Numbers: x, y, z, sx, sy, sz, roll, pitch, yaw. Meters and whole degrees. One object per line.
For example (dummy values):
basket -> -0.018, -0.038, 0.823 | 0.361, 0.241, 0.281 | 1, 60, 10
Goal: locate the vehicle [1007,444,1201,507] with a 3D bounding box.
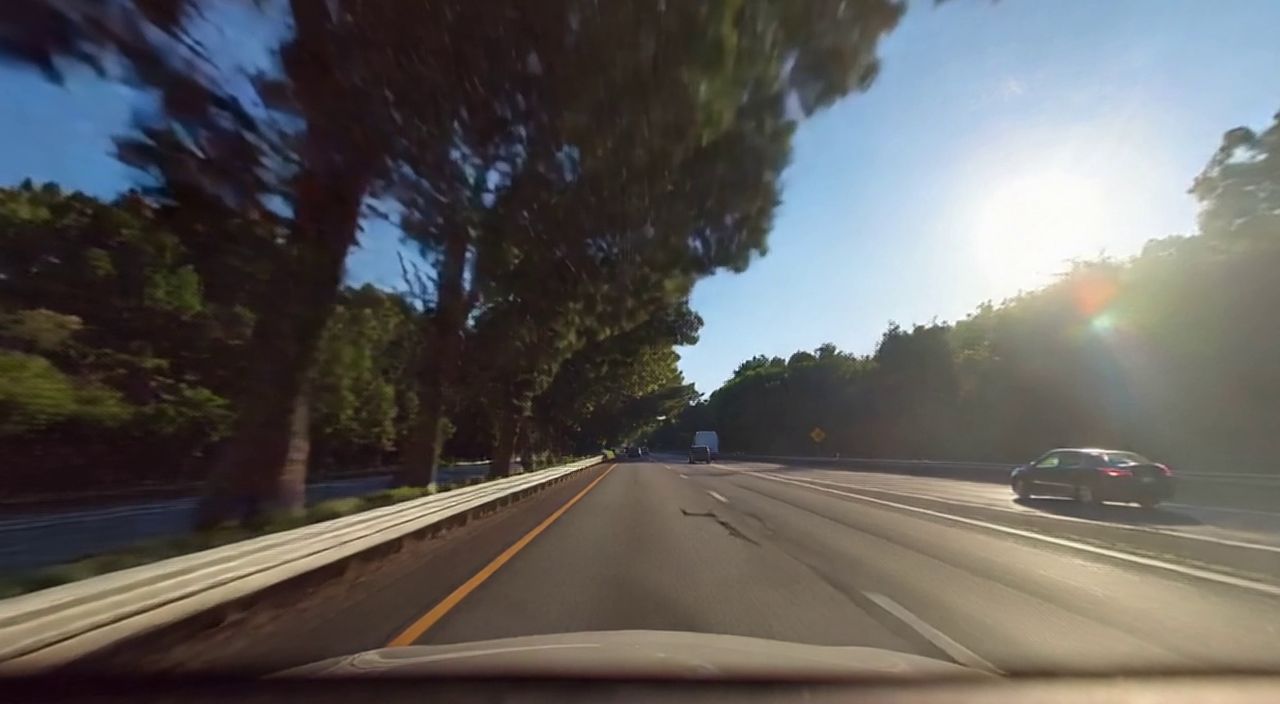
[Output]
vehicle -> 11.543, 3.064, 16.066 | 1.926, 1.386, 3.719 | 0, -9, -4

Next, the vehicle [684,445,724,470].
vehicle -> 4.243, 7.047, 42.312 | 2.058, 1.605, 4.116 | 0, -9, -2
